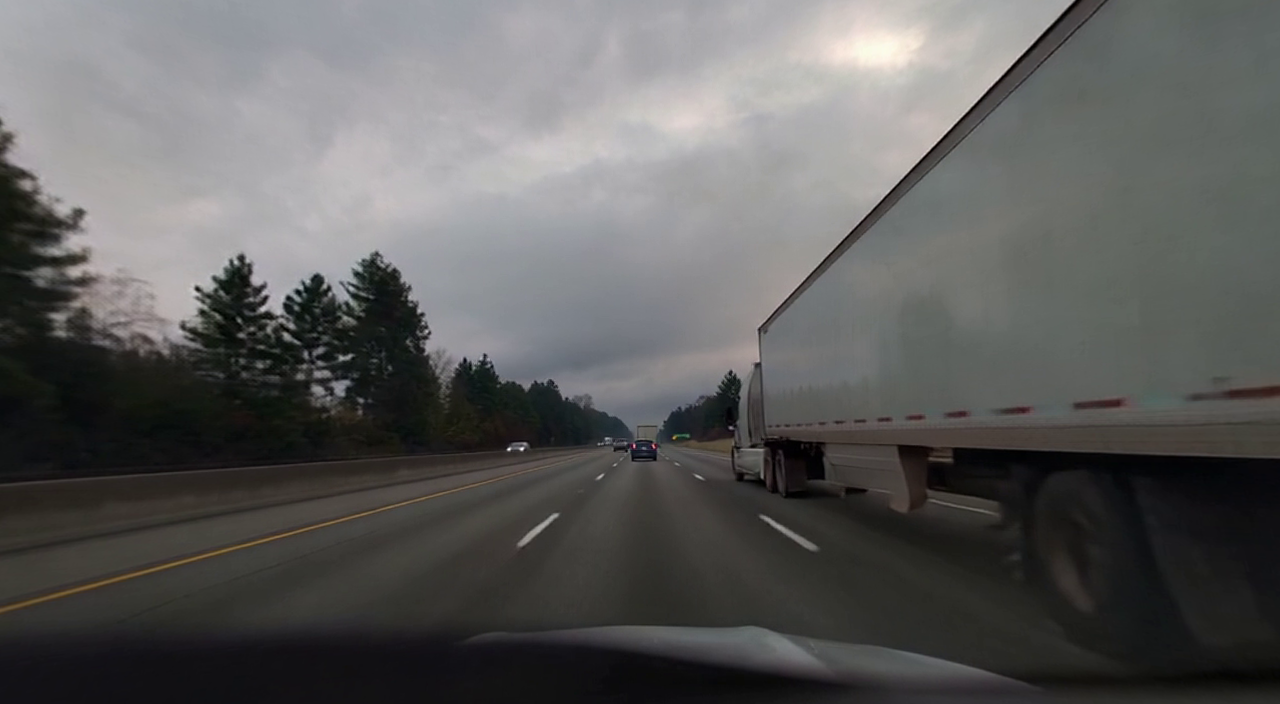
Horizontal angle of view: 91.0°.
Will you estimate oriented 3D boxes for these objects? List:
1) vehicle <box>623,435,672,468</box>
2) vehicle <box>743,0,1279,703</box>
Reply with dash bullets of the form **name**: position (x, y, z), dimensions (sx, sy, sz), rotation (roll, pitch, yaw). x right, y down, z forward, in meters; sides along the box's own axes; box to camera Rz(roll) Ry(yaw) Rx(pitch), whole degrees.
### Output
- **vehicle**: position (0.438, 5.084, 32.379), dimensions (2.139, 1.607, 4.034), rotation (-1, -8, 6)
- **vehicle**: position (4.141, 0.517, 8.856), dimensions (3.005, 4.131, 14.221), rotation (0, -8, 0)
